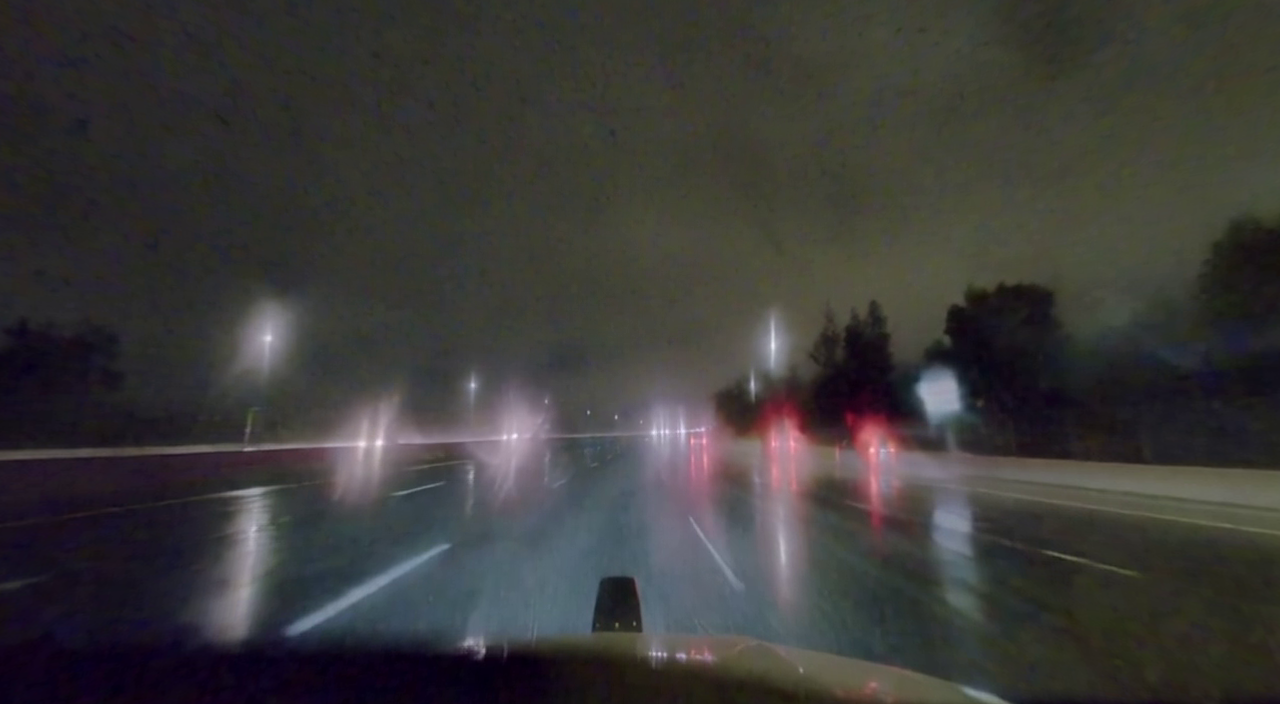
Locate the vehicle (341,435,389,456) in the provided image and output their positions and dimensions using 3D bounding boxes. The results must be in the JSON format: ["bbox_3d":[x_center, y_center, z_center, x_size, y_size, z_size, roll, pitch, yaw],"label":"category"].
[{"bbox_3d":[-21.295,7.239,48.849,1.826,1.518,4.178,0,-8,1],"label":"vehicle"}]
